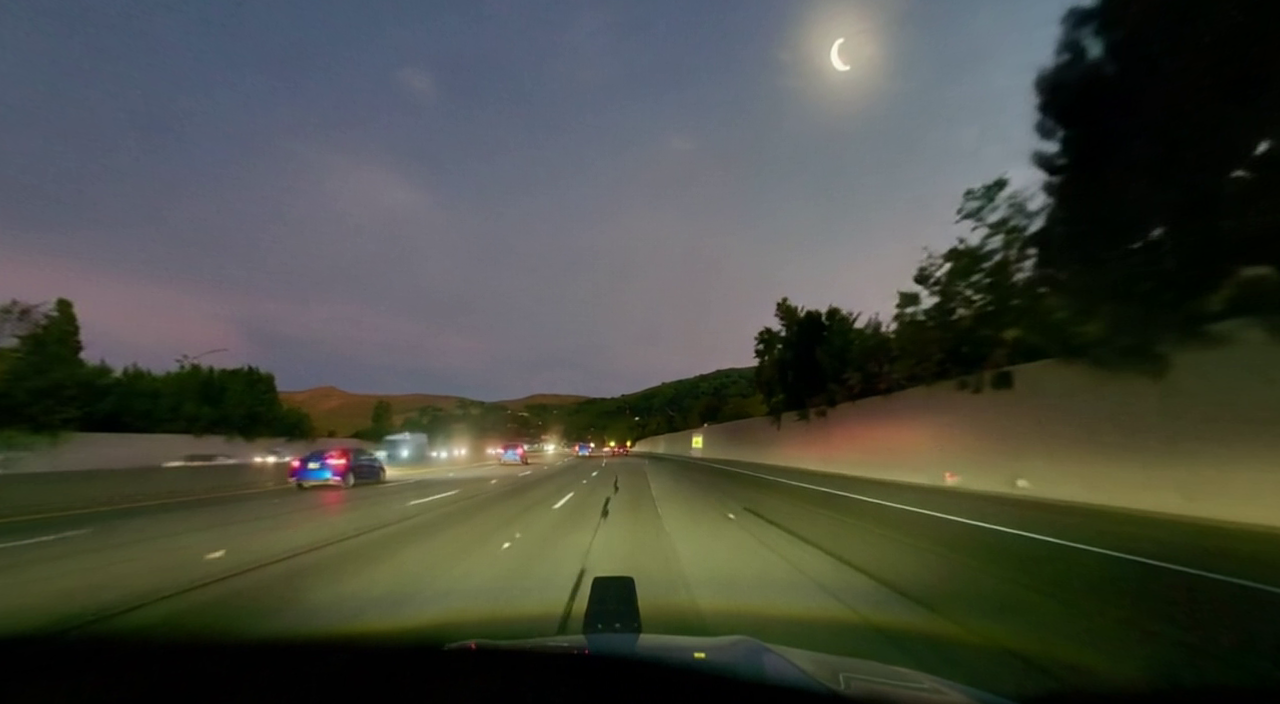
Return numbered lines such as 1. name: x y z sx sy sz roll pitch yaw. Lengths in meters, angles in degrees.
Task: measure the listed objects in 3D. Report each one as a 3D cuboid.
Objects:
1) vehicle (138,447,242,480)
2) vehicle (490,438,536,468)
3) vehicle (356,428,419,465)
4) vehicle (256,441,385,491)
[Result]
1. vehicle: -21.855 5.396 30.942 1.863 1.448 4.393 0 -8 -1
2. vehicle: -8.079 6.450 40.624 2.074 1.768 4.805 0 -8 -1
3. vehicle: -18.674 7.037 47.020 2.308 2.505 5.849 0 -8 -1
4. vehicle: -10.571 3.771 21.399 1.949 1.475 4.740 0 -8 -1
